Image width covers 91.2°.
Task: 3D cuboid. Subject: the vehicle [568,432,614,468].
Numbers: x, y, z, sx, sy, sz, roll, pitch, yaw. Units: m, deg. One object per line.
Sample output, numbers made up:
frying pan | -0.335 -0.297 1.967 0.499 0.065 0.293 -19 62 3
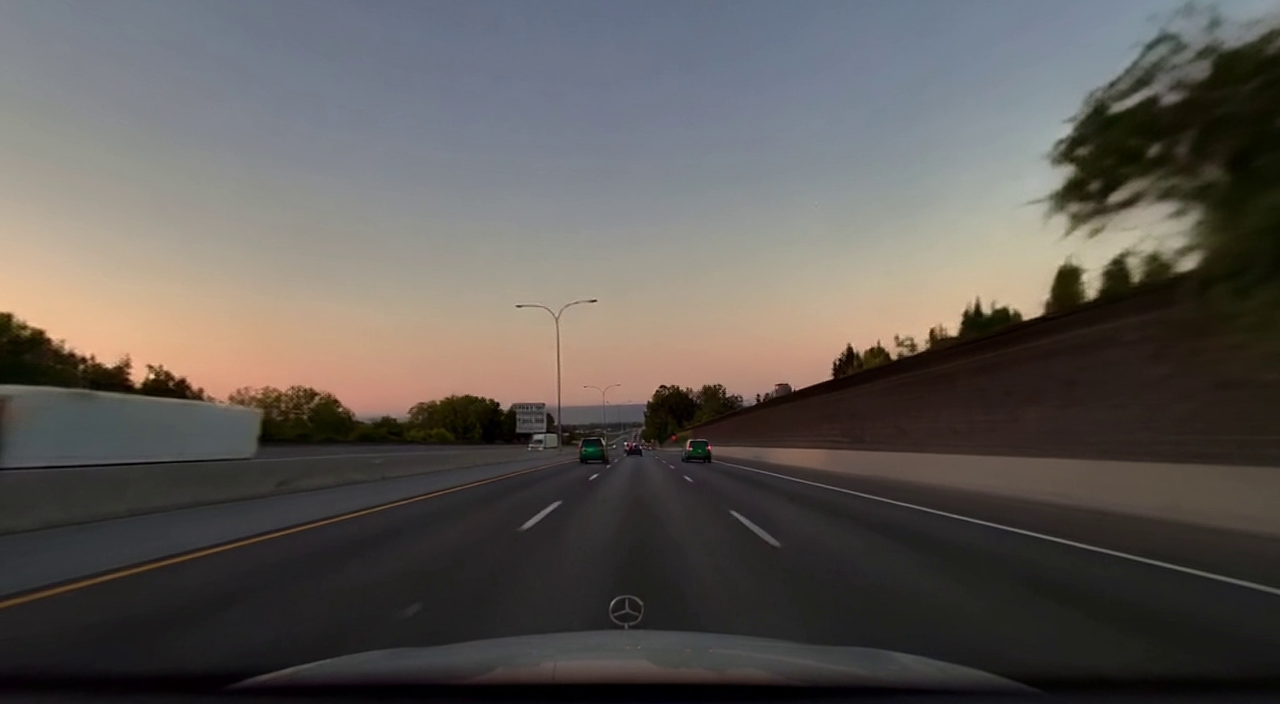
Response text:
vehicle | -2.901 6.026 38.549 2.291 2.052 4.887 0 -9 1

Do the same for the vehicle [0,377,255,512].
vehicle | -21.335 3.719 25.099 3.016 4.139 14.005 0 -9 0

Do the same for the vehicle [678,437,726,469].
vehicle | 3.413 5.642 35.288 2.202 1.682 4.188 0 -9 0
